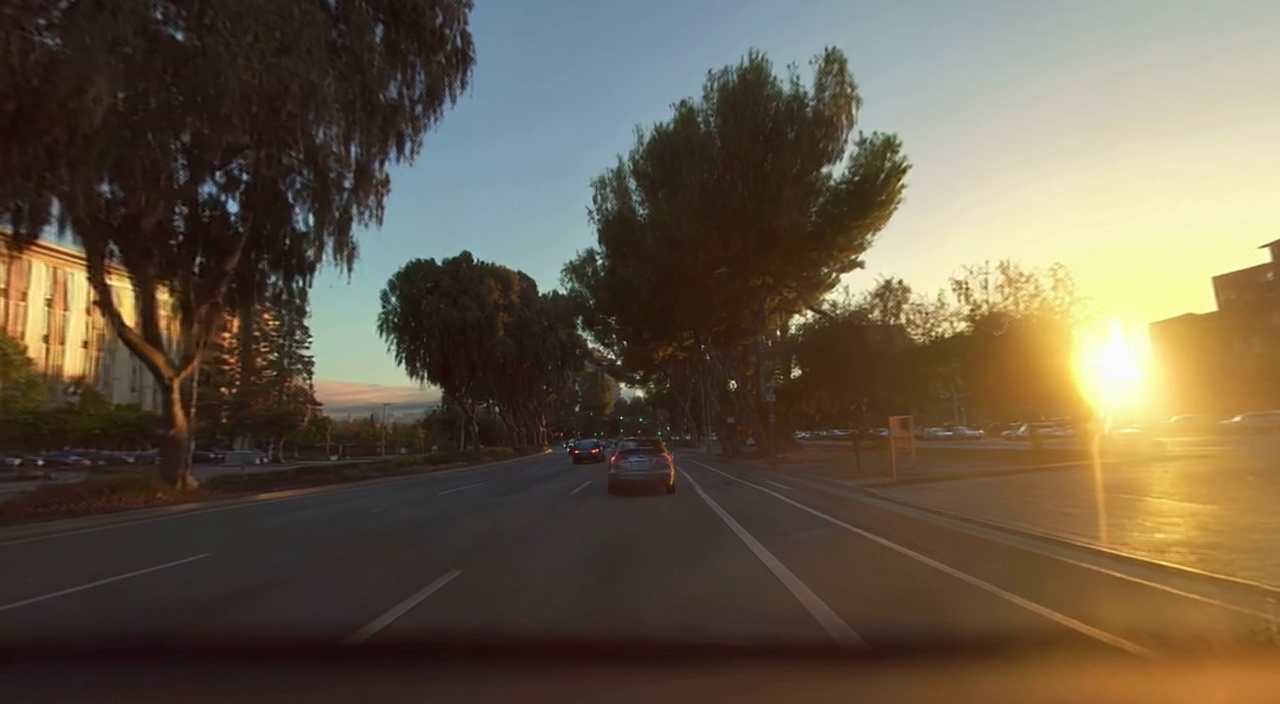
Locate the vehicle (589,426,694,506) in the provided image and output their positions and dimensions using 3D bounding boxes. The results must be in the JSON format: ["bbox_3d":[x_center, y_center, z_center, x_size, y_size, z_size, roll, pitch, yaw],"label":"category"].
[{"bbox_3d":[0.052,2.695,15.305,2.199,1.652,4.101,0,-8,1],"label":"vehicle"}]

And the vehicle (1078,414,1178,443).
[{"bbox_3d":[31.923,5.099,41.463,4.903,1.767,2.105,-5,-10,31],"label":"vehicle"}]
